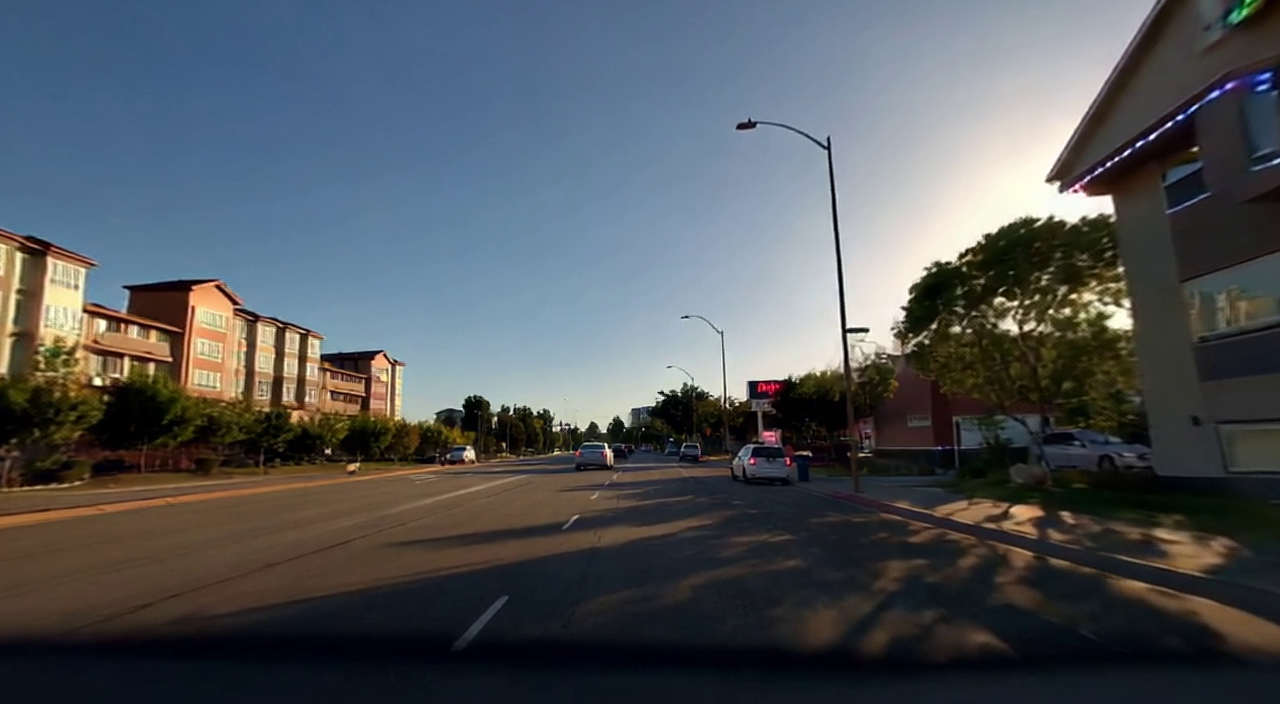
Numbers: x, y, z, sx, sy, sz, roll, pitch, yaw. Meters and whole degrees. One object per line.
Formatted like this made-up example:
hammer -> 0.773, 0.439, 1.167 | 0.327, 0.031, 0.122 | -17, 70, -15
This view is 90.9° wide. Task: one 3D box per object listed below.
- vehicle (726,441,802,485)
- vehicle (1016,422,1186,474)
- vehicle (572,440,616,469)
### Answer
vehicle -> 4.631, 4.212, 24.198 | 2.025, 1.500, 4.465 | 0, -9, 0
vehicle -> 15.832, 3.360, 22.060 | 2.259, 1.602, 4.606 | 0, -9, -4
vehicle -> -2.625, 6.005, 37.126 | 2.176, 1.543, 4.335 | 0, -9, 1
